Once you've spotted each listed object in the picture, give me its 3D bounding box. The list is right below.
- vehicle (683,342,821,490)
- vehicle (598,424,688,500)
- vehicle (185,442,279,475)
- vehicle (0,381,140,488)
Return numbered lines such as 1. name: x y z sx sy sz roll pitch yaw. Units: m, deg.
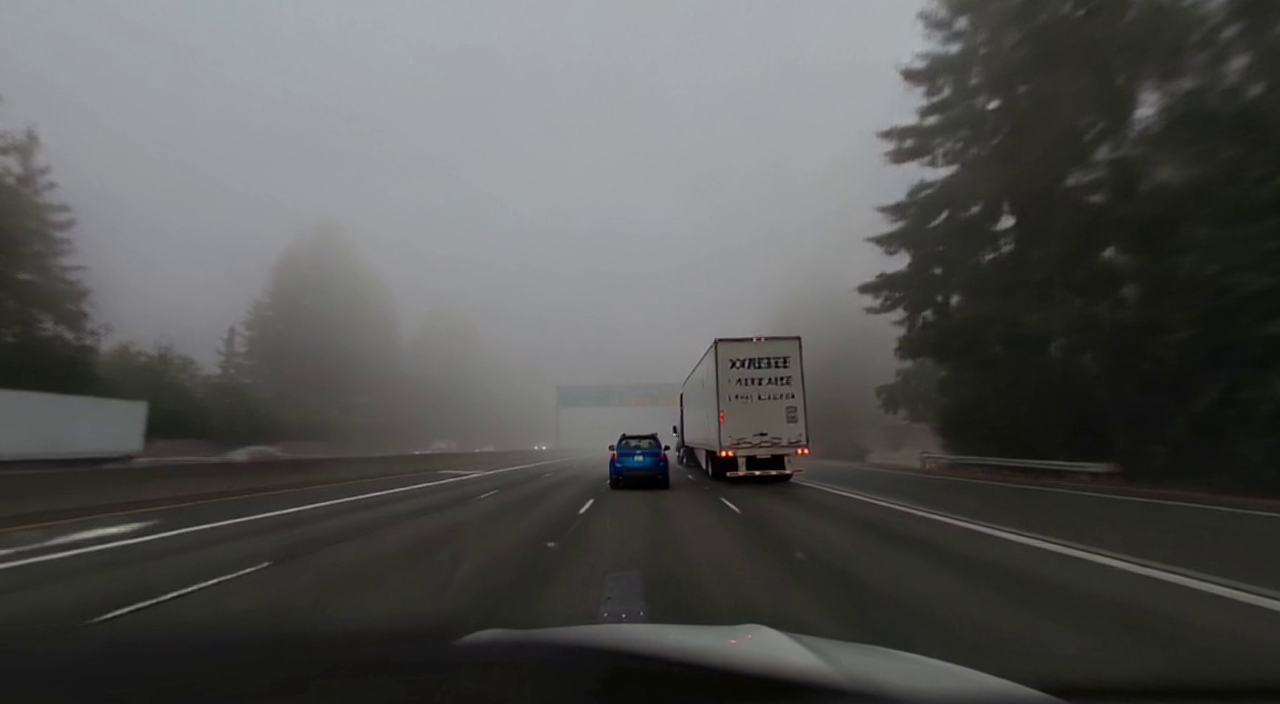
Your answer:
1. vehicle: 3.652 2.934 25.545 2.909 4.135 15.820 0 -8 1
2. vehicle: 0.069 2.838 16.553 2.054 1.706 4.201 0 -8 0
3. vehicle: -21.953 5.721 34.022 1.933 1.640 4.625 0 -8 1
4. vehicle: -25.974 3.175 24.079 2.899 4.036 12.950 0 -8 0
